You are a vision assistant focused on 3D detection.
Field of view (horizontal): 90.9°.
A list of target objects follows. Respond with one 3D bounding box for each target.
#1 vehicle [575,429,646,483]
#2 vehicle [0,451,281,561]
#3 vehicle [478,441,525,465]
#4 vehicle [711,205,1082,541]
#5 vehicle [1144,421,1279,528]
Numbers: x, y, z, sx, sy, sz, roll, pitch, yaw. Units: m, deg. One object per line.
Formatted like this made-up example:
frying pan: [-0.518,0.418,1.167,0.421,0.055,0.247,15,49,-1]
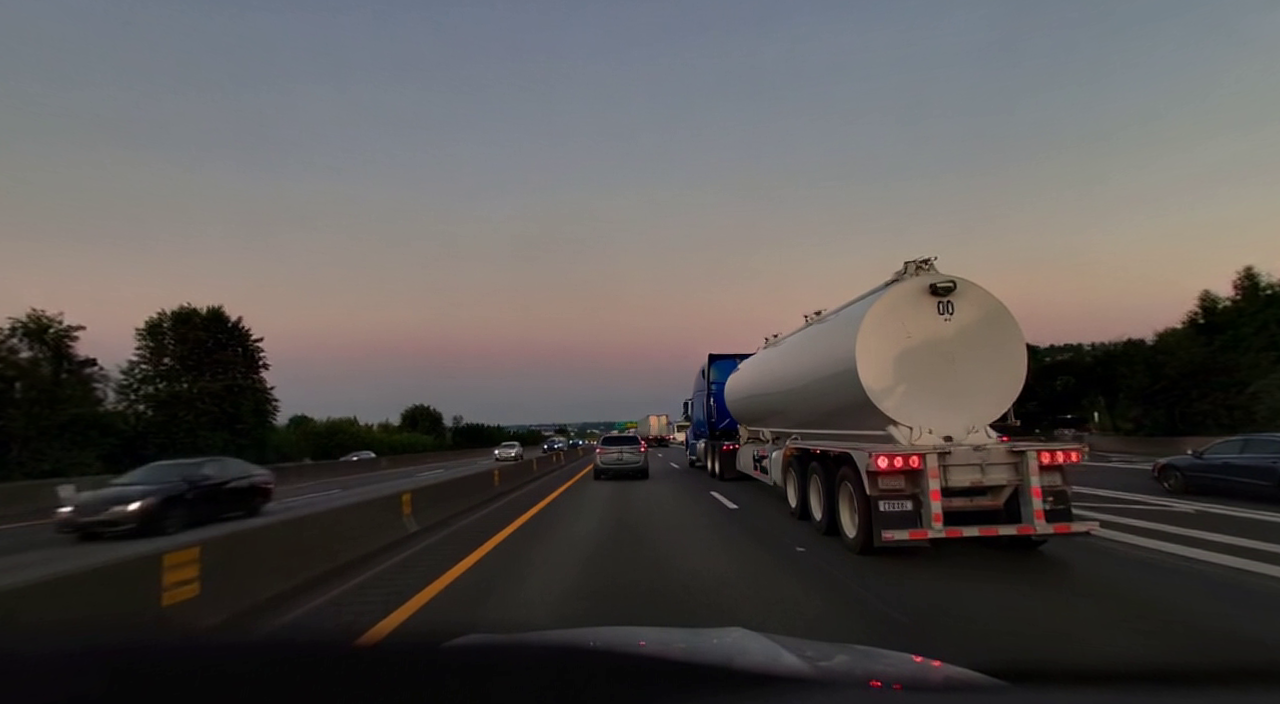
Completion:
vehicle: [-0.849,3.165,19.510,2.000,1.510,3.518,0,-8,-1]
vehicle: [-8.499,2.542,11.205,1.853,1.459,4.228,0,-8,-2]
vehicle: [-9.609,7.010,44.007,2.161,1.495,4.774,0,-8,0]
vehicle: [3.441,0.805,11.929,2.826,3.905,9.262,0,-8,-2]
vehicle: [9.794,1.744,9.078,1.739,1.471,3.889,0,-8,-2]
